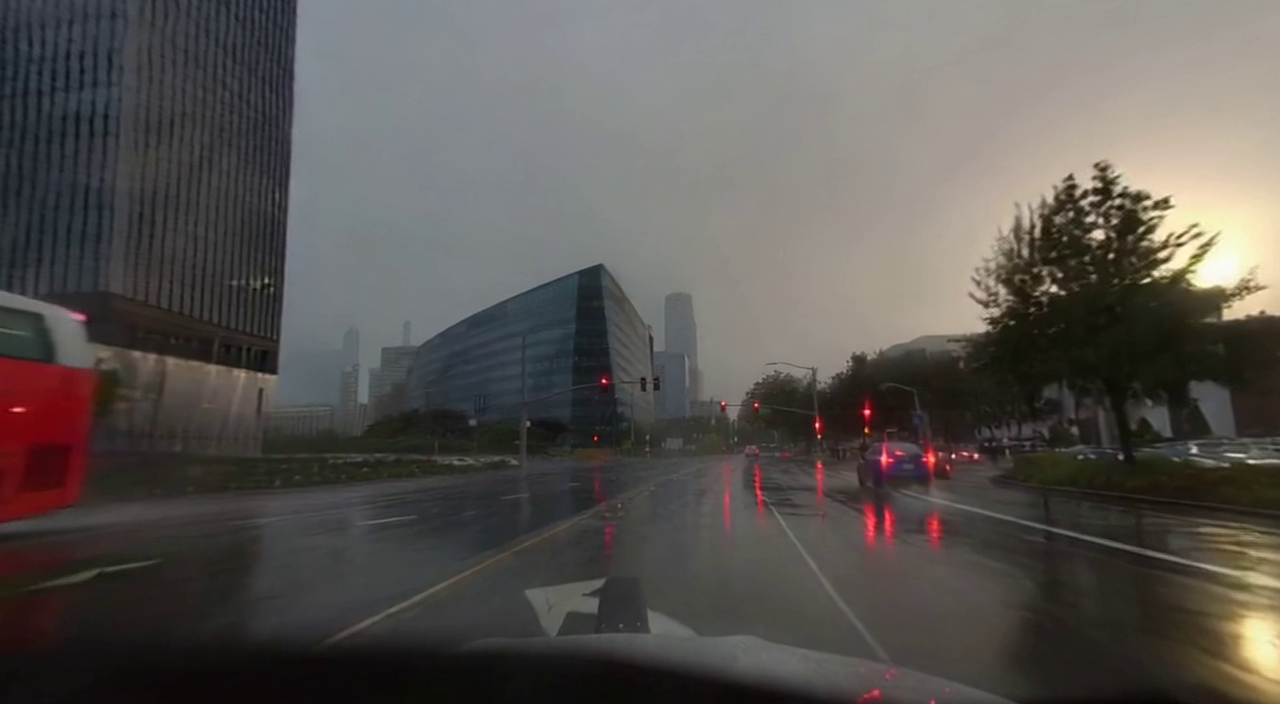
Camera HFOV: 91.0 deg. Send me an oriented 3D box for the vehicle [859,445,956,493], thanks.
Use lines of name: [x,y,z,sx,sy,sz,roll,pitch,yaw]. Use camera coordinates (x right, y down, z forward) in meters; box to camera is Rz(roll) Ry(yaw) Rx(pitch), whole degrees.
vehicle: [9.303,4.075,22.311,1.993,1.501,4.127,-1,-9,6]

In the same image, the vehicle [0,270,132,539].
vehicle: [-12.801,0.174,5.987,3.110,4.418,13.688,-1,-9,7]

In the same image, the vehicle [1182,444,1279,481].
vehicle: [28.220,5.152,29.407,3.824,1.453,1.894,-4,-8,6]

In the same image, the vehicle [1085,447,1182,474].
vehicle: [28.998,6.379,37.114,3.896,1.471,1.936,-2,-8,10]
